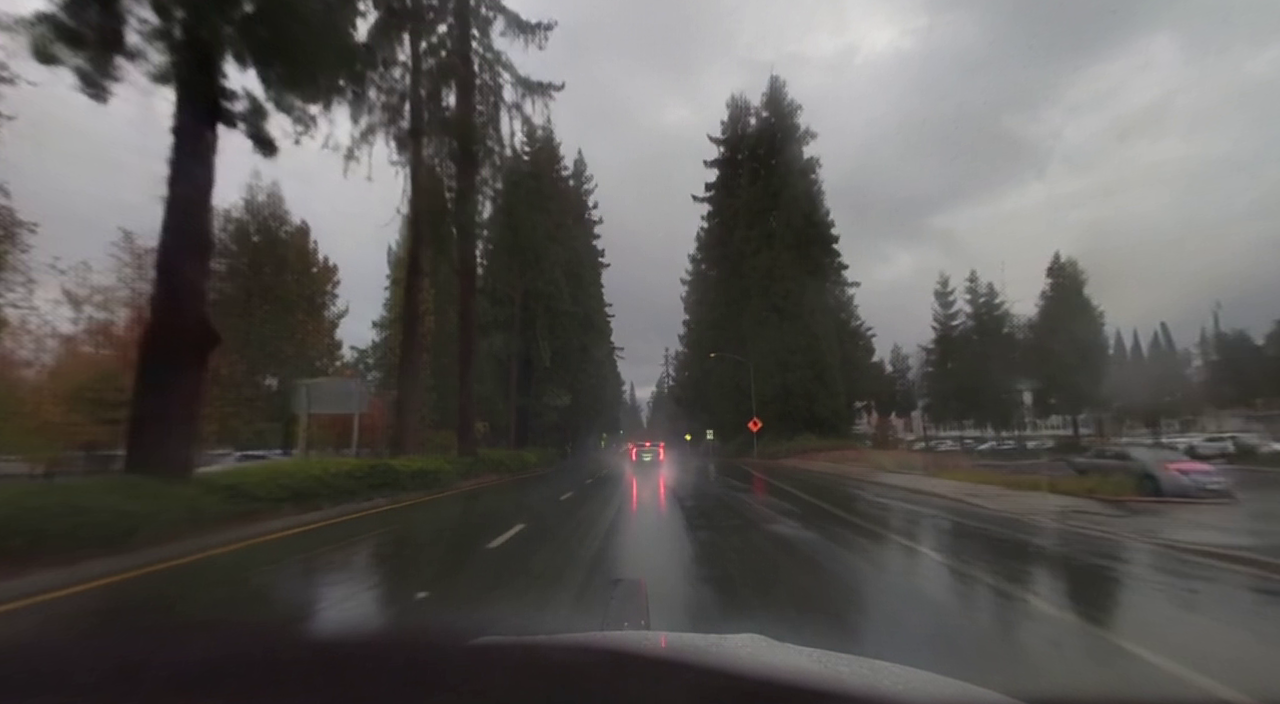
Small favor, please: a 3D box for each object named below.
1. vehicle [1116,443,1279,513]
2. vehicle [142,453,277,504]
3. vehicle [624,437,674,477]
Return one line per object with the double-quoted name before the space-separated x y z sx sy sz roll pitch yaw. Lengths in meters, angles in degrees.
"vehicle" 15.335 3.275 16.582 3.968 1.668 1.853 -1 -8 3
"vehicle" -16.500 4.845 24.506 2.034 1.725 4.470 0 -9 0
"vehicle" 0.358 4.834 29.080 2.135 1.691 3.884 0 -9 -2
